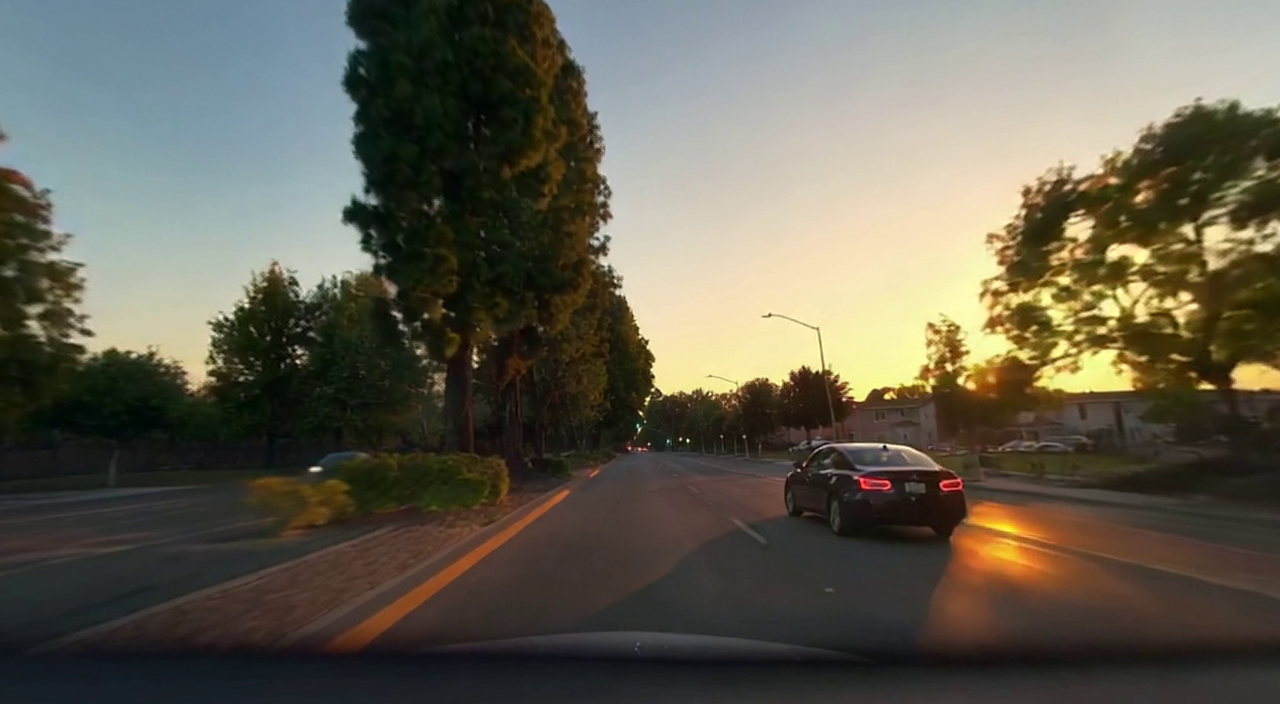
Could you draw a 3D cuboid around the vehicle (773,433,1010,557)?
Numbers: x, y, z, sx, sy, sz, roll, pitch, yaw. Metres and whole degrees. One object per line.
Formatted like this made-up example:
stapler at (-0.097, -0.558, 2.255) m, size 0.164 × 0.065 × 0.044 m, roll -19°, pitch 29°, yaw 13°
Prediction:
vehicle at (3.435, 2.017, 9.616) m, size 1.852 × 1.453 × 4.083 m, roll 0°, pitch -9°, yaw -1°
